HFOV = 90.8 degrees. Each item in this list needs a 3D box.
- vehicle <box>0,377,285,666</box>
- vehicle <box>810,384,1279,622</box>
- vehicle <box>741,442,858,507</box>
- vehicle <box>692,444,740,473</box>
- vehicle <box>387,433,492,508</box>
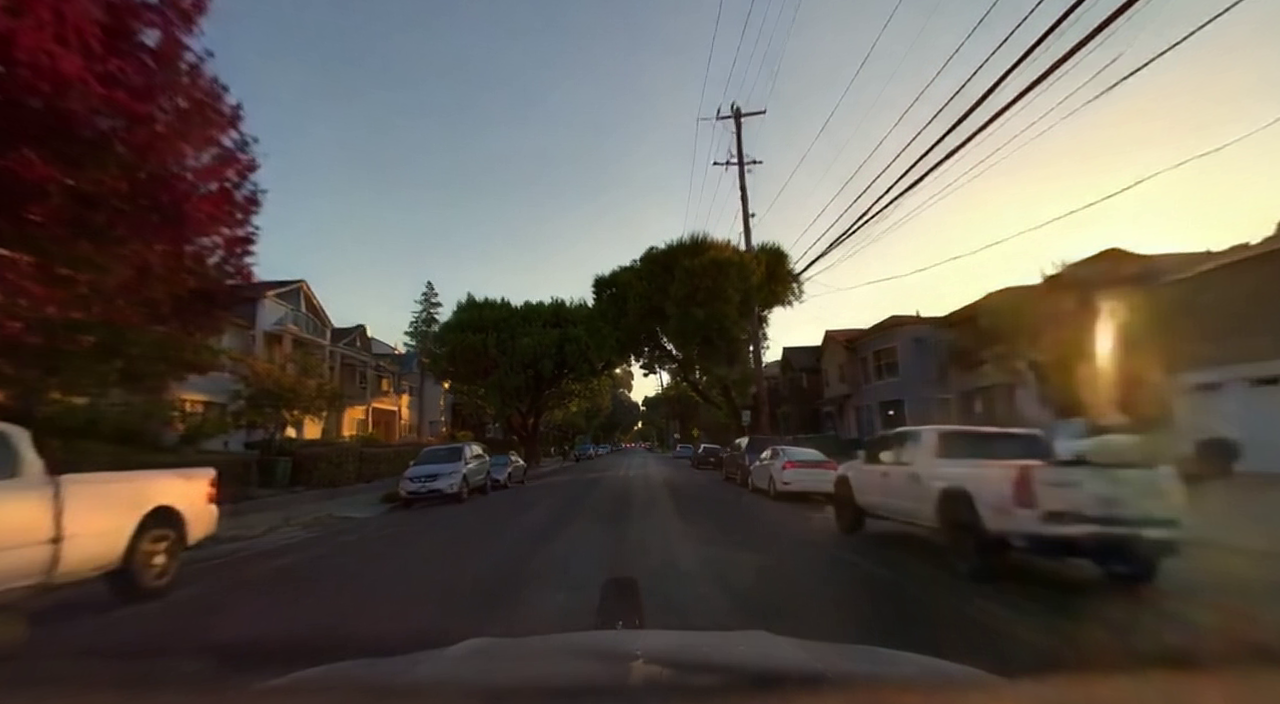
[{"bbox_3d":[-5.402,1.241,4.699,2.285,1.895,5.883,-2,-8,-2],"label":"vehicle"},{"bbox_3d":[4.116,1.604,7.806,2.279,1.848,5.577,1,-9,-2],"label":"vehicle"},{"bbox_3d":[3.930,3.083,16.380,1.804,1.422,4.497,0,-9,-1],"label":"vehicle"},{"bbox_3d":[4.096,5.821,34.722,1.930,1.470,4.738,0,-9,-1],"label":"vehicle"},{"bbox_3d":[-5.746,3.388,18.724,2.046,1.825,4.627,-2,-8,-6],"label":"vehicle"}]
